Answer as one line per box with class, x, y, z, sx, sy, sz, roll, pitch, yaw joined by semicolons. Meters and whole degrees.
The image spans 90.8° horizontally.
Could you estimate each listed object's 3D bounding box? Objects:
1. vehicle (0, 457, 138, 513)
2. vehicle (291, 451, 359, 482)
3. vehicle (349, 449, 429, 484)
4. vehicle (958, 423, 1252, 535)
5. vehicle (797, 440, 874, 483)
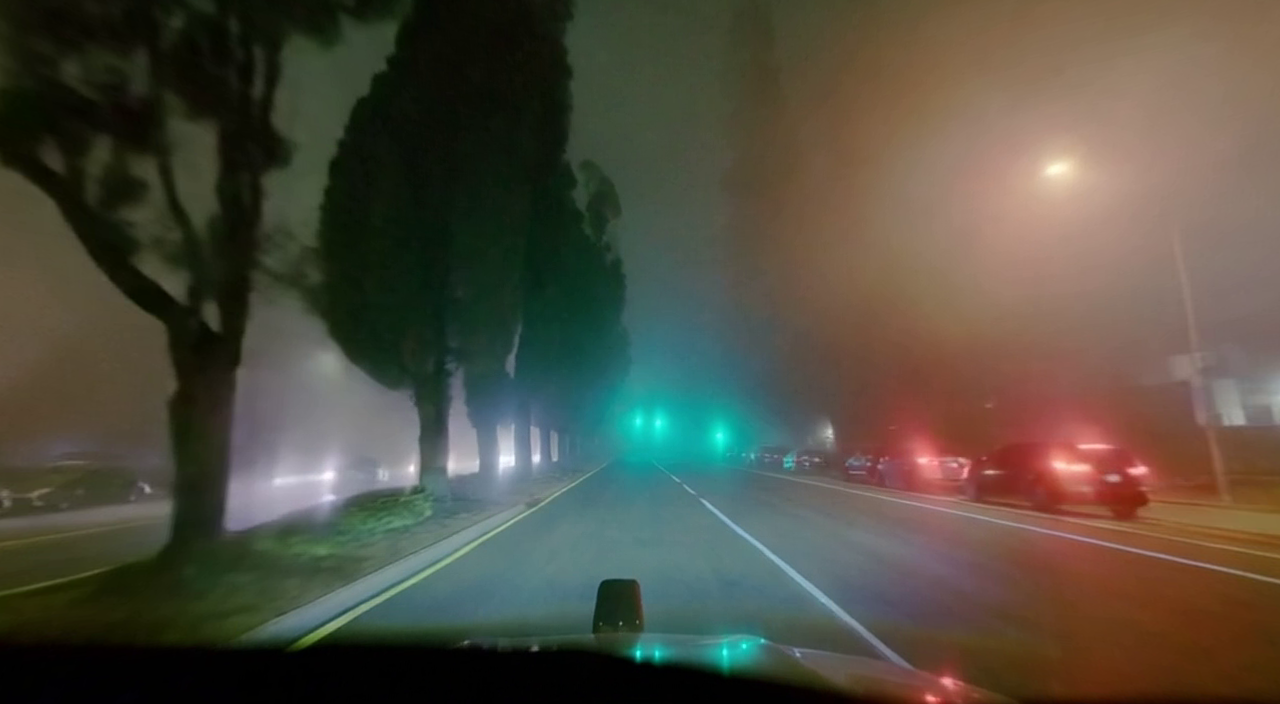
vehicle;-18.470;4.195;20.062;1.732;1.460;3.932;-5;-9;2
vehicle;-18.415;6.701;37.183;1.842;1.660;4.120;0;-9;0
vehicle;-11.610;5.283;29.590;1.826;1.472;4.493;-1;-9;1
vehicle;9.803;2.708;14.266;2.209;1.982;5.787;0;-9;0
vehicle;9.811;5.522;32.293;2.176;1.893;5.744;2;-9;0
